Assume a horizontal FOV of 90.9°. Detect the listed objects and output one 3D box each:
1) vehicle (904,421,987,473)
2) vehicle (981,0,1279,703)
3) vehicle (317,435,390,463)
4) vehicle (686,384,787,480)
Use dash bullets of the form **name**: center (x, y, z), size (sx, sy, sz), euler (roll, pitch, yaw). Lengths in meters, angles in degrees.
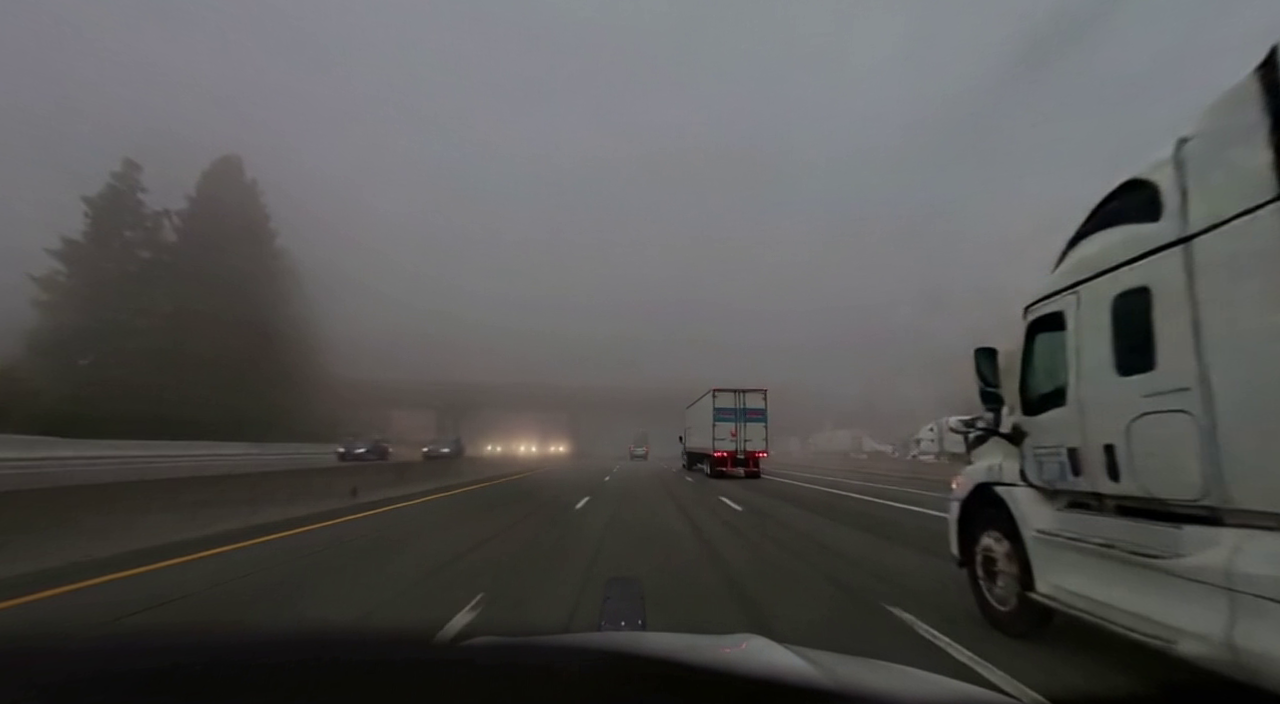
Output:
- **vehicle**: center (23.092, 7.256, 48.066), size (3.014, 3.704, 5.917), euler (1, -9, -3)
- **vehicle**: center (4.045, -0.319, 1.447), size (3.007, 3.965, 5.971), euler (0, -9, 0)
- **vehicle**: center (-15.850, 5.402, 35.154), size (1.902, 1.474, 4.646), euler (0, -9, 0)
- **vehicle**: center (4.542, 4.417, 33.544), size (2.881, 3.995, 14.382), euler (0, -9, -1)
